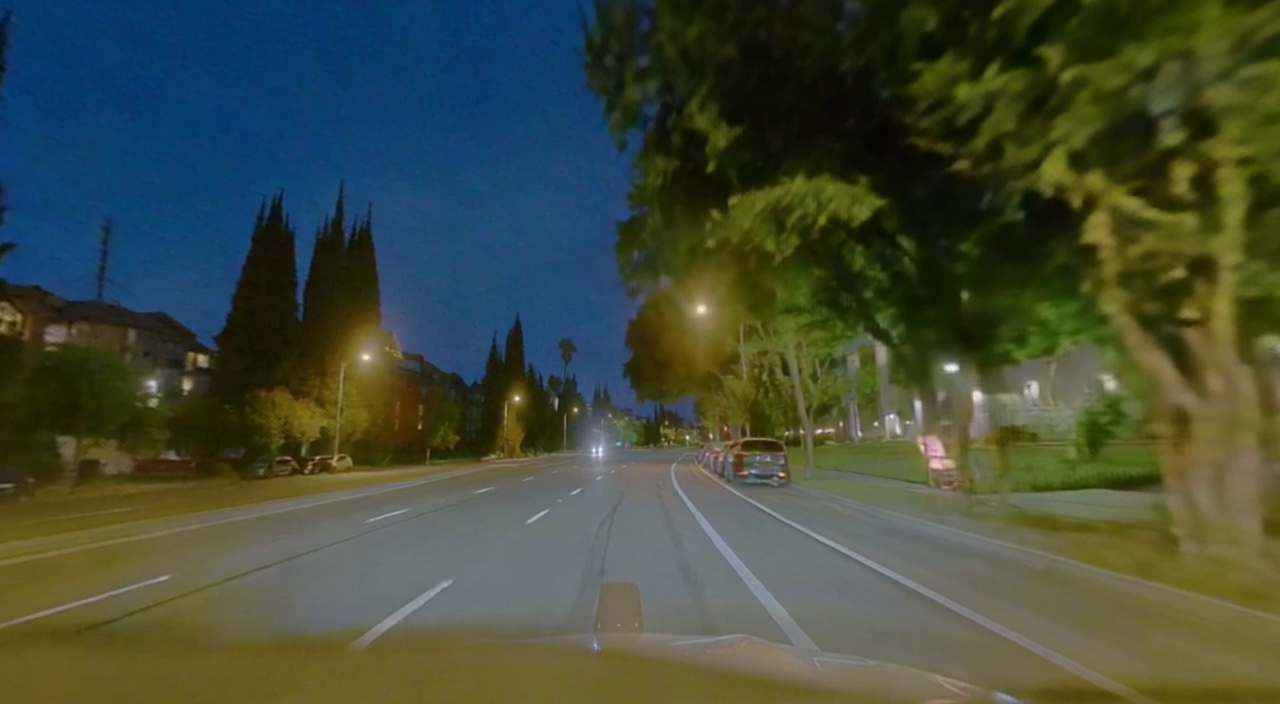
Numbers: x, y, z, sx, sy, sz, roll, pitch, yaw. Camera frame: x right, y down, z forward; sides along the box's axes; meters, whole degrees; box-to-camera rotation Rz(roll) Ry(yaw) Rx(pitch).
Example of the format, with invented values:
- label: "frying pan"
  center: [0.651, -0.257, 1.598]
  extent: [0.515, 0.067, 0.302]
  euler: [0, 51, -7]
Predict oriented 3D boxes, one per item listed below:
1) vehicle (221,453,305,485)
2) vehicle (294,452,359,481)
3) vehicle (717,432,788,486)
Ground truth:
- label: "vehicle"
  center: [-23.601, 7.328, 39.794]
  extent: [2.120, 1.824, 4.908]
  euler: [-1, -9, 2]
- label: "vehicle"
  center: [-22.952, 8.349, 46.487]
  extent: [2.171, 1.745, 4.867]
  euler: [-2, -7, 2]
- label: "vehicle"
  center: [3.900, 3.806, 22.647]
  extent: [2.013, 1.710, 4.403]
  euler: [-1, -9, 4]
